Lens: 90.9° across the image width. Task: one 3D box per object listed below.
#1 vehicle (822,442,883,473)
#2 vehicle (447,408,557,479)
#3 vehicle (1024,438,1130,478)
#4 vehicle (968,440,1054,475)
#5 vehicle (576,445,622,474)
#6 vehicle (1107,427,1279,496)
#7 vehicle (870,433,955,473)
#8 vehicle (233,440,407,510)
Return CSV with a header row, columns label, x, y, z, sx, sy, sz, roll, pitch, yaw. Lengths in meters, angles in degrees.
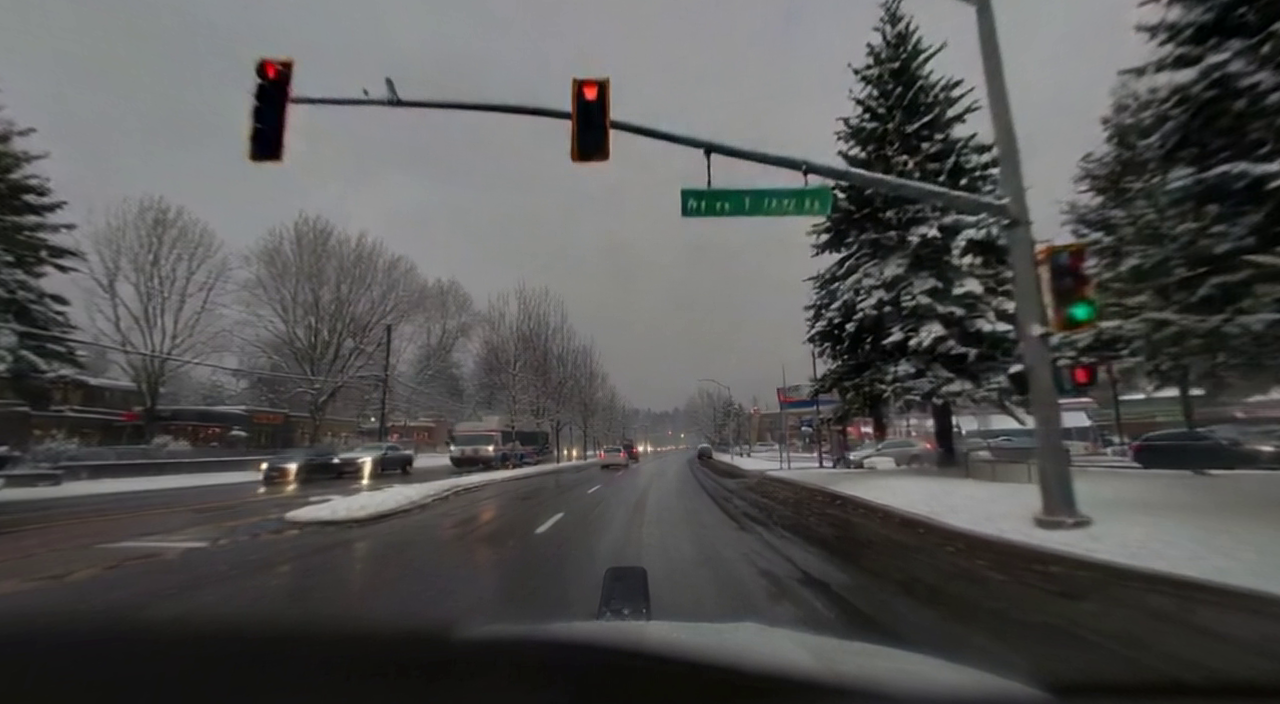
label,x,y,z,sx,sy,sz,roll,pitch,yaw
vehicle,10.948,5.481,32.870,1.888,1.465,4.727,0,-9,5
vehicle,-7.537,5.339,36.980,3.056,3.289,13.199,-2,-8,2
vehicle,22.207,5.375,32.269,1.922,1.861,4.340,1,-9,-6
vehicle,19.067,5.430,32.675,1.845,1.650,4.651,-1,-9,3
vehicle,-2.115,5.709,33.719,1.959,1.406,4.272,0,-9,2
vehicle,18.457,3.509,20.519,2.186,1.928,5.816,0,-9,2
vehicle,13.880,5.199,32.526,2.015,1.839,5.416,0,-9,1
vehicle,-8.016,3.063,16.410,2.099,1.467,4.596,-2,-8,1
